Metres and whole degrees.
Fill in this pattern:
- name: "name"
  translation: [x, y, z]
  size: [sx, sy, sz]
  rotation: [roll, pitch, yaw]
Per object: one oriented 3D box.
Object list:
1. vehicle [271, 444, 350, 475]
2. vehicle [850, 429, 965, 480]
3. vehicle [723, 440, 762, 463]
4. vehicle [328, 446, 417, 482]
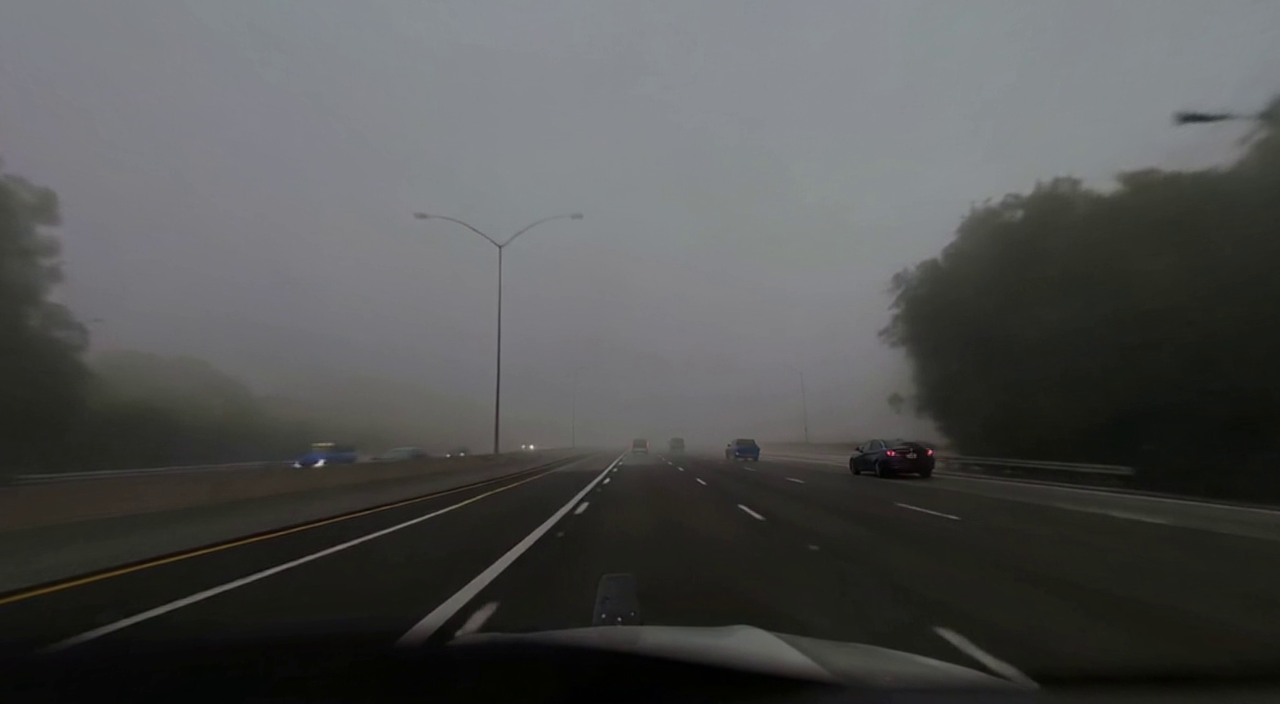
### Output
- name: "vehicle"
  translation: [-20.706, 6.761, 39.852]
  size: [2.032, 1.777, 5.300]
  rotation: [0, -9, 1]
- name: "vehicle"
  translation: [11.127, 4.321, 26.782]
  size: [2.387, 1.936, 5.646]
  rotation: [0, -9, 0]
- name: "vehicle"
  translation: [7.540, 7.358, 46.683]
  size: [2.053, 1.553, 4.463]
  rotation: [0, -9, -1]
- name: "vehicle"
  translation: [-12.824, 5.403, 30.638]
  size: [2.184, 1.581, 4.768]
  rotation: [0, -9, 1]
